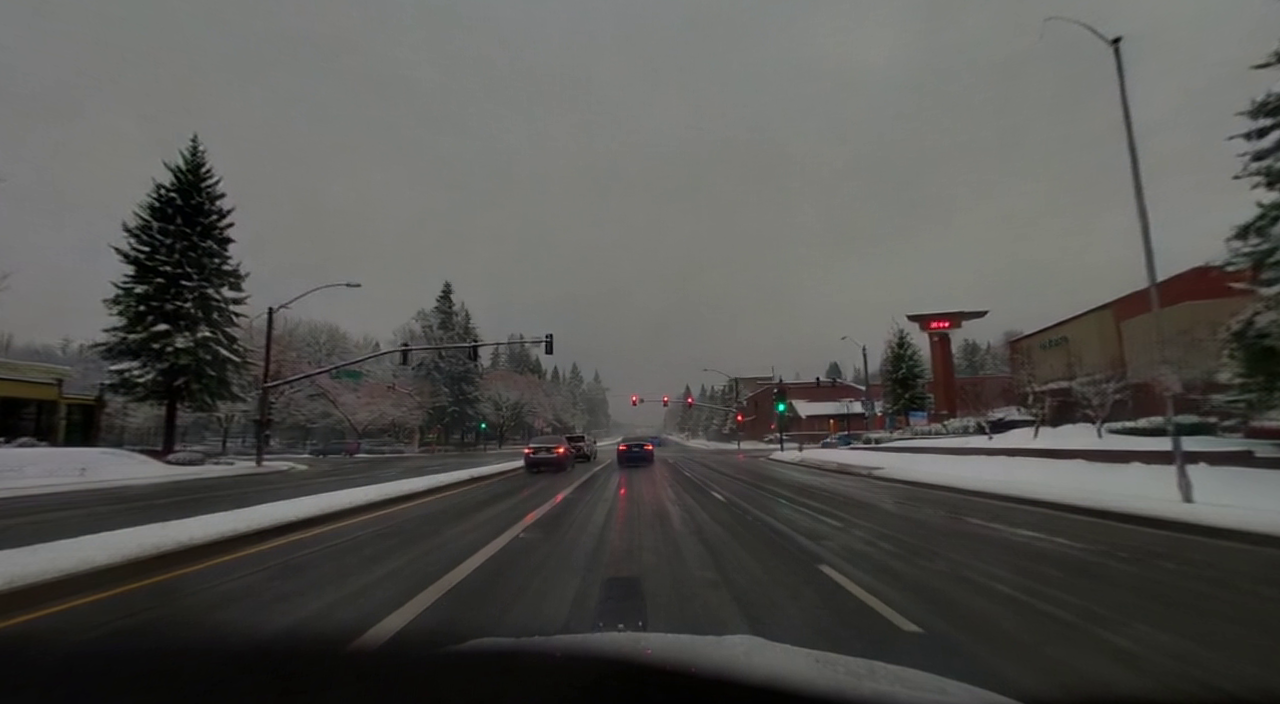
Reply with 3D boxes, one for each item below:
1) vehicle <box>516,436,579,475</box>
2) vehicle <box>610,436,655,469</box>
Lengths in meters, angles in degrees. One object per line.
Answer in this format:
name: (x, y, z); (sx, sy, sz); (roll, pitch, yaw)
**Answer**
vehicle: (-3.793, 4.331, 26.649); (1.942, 1.497, 4.561); (0, -8, 0)
vehicle: (-0.373, 4.941, 31.147); (2.066, 1.482, 3.923); (0, -8, -1)
